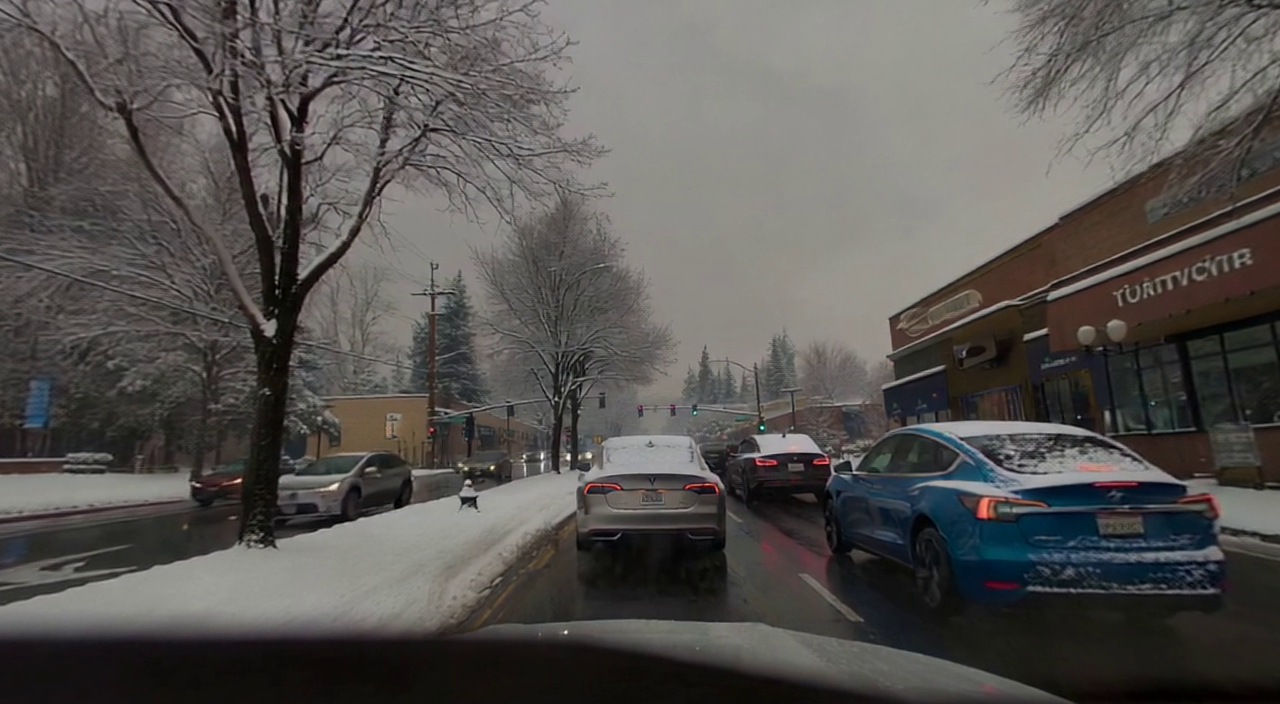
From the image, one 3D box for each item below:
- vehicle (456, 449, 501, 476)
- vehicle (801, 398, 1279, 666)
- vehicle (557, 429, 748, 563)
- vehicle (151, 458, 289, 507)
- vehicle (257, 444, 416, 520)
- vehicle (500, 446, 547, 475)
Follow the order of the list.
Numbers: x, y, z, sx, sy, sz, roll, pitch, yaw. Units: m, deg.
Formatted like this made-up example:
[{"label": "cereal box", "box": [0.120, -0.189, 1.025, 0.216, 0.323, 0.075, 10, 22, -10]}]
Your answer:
[{"label": "vehicle", "box": [-10.423, 7.149, 40.944, 1.690, 1.628, 4.281, 0, -8, 1]}, {"label": "vehicle", "box": [3.215, 1.447, 6.226, 2.038, 1.651, 4.455, 0, -8, 0]}, {"label": "vehicle", "box": [0.148, 1.915, 9.116, 2.137, 1.488, 3.938, 0, -8, 0]}, {"label": "vehicle", "box": [-14.912, 4.630, 22.717, 1.999, 1.462, 4.200, 0, -8, 1]}, {"label": "vehicle", "box": [-7.591, 3.236, 16.351, 1.968, 1.682, 4.213, 0, -8, 1]}, {"label": "vehicle", "box": [-7.421, 6.962, 40.730, 2.036, 1.705, 4.520, 0, -8, 2]}]
